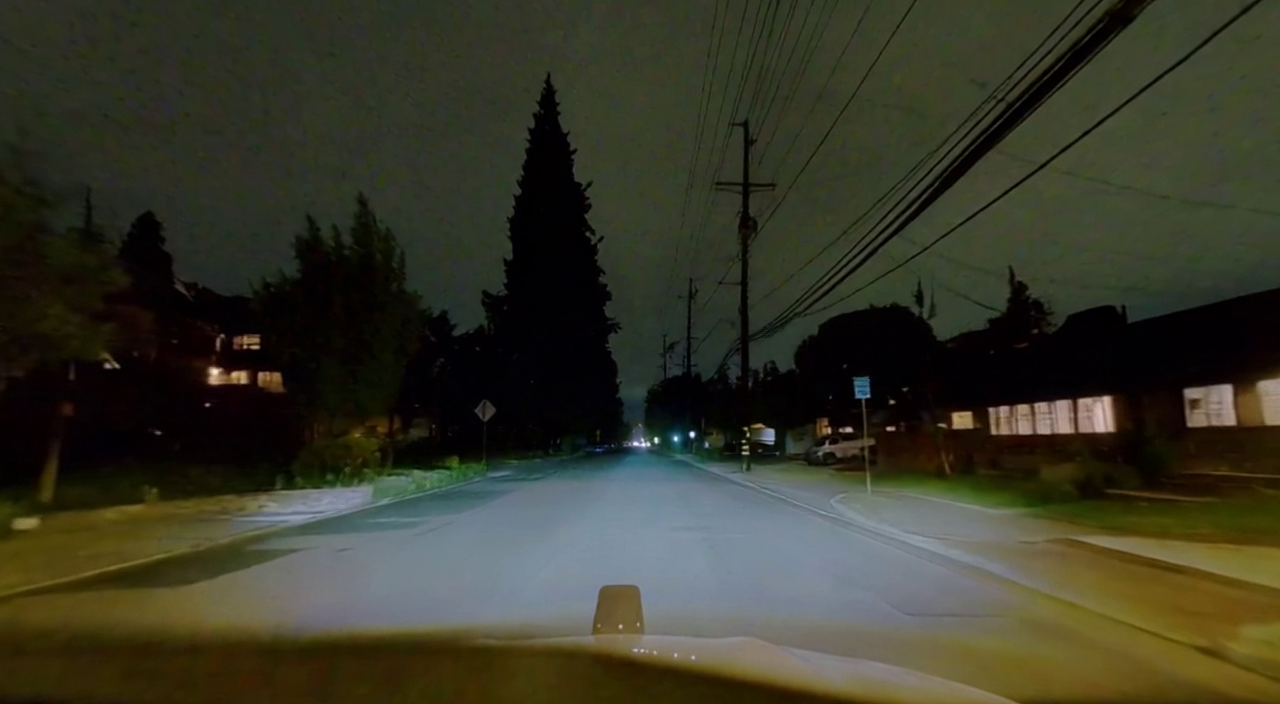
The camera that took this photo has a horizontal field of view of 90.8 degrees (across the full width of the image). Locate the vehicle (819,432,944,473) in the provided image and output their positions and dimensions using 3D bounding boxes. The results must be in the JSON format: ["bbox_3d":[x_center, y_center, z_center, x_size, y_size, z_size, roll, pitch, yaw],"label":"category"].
[{"bbox_3d":[10.924,4.583,28.891,4.902,1.794,1.975,-1,-9,4],"label":"vehicle"}]
